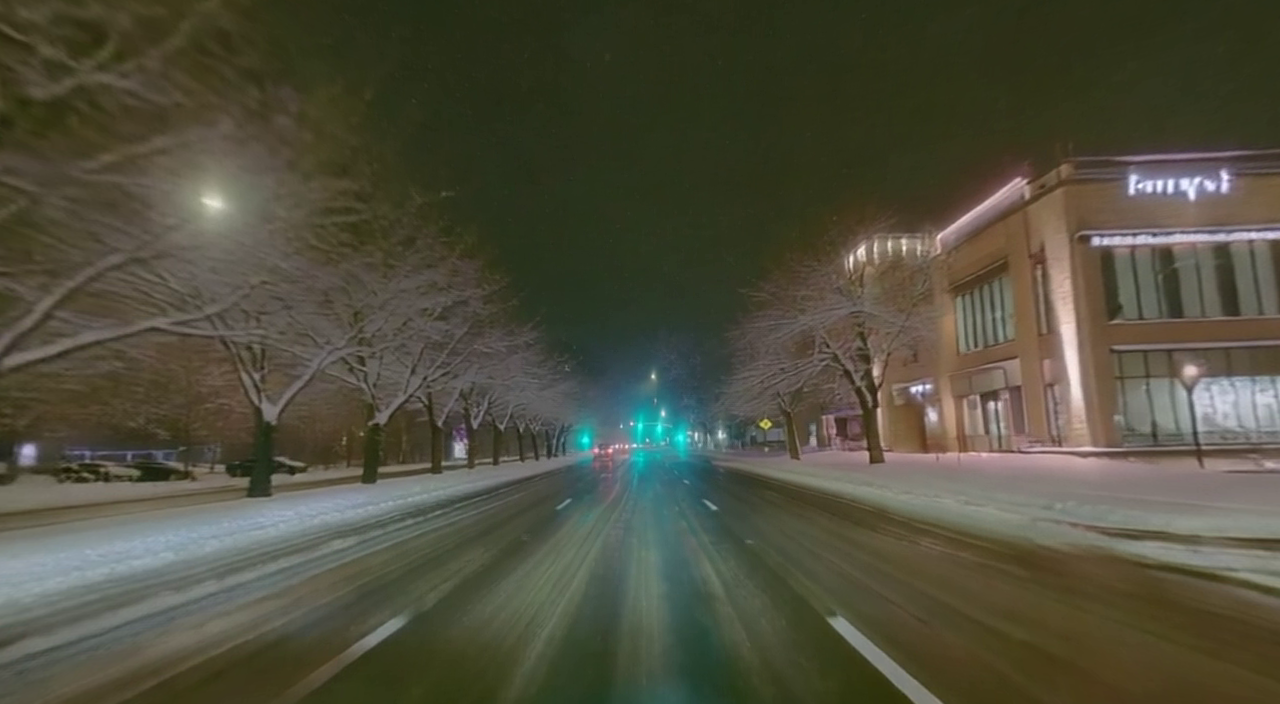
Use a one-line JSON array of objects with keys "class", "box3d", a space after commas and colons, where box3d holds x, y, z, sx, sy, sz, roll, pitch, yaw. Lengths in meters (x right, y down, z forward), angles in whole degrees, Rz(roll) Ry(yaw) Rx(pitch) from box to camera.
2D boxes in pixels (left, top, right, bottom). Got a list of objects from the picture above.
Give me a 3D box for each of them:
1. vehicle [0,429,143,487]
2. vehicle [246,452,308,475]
[{"class": "vehicle", "box3d": [-29.565, 5.442, 32.408, 5.890, 2.815, 2.228, 0, -8, -2]}, {"class": "vehicle", "box3d": [-26.163, 8.027, 45.585, 1.850, 1.477, 4.492, 0, -8, 0]}]
